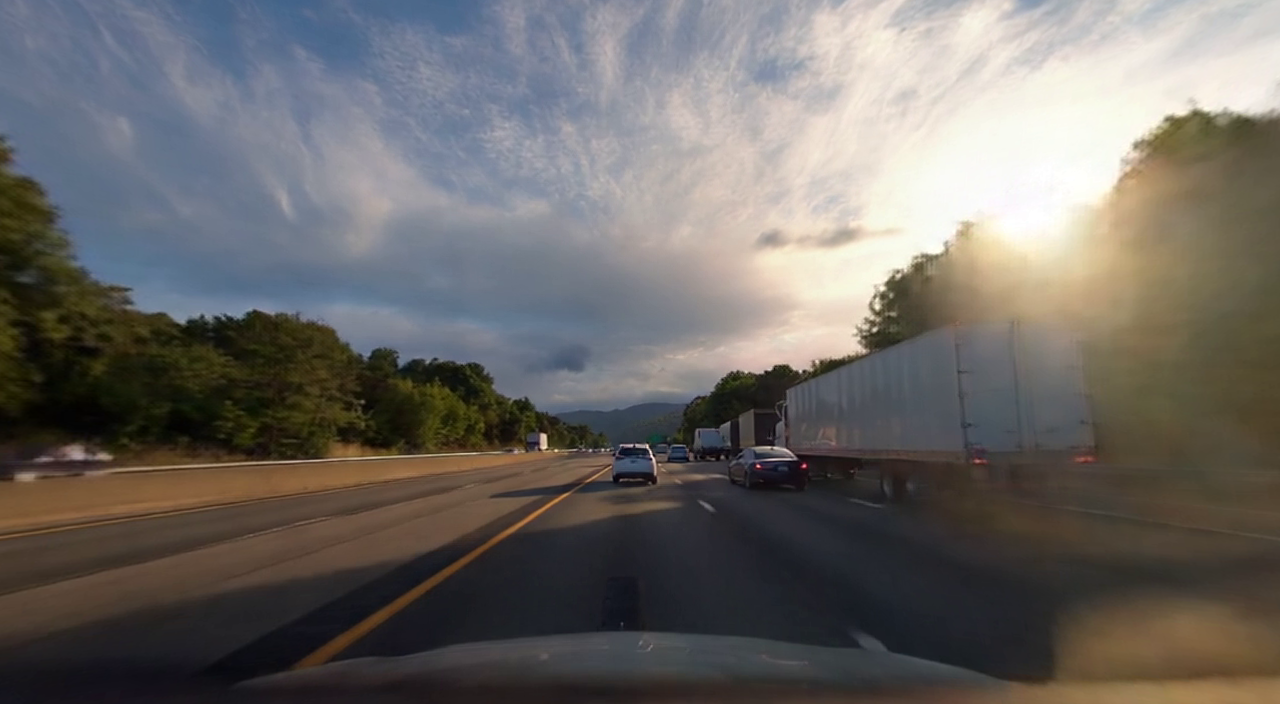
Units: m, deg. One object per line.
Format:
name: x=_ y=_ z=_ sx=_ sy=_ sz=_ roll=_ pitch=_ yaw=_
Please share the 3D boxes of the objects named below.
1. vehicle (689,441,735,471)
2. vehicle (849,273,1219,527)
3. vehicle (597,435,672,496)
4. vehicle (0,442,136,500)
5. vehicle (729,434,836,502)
vehicle: x=4.185 y=6.086 z=37.148 sx=2.150 sy=1.632 sz=4.260 roll=0 pitch=-9 yaw=-1
vehicle: x=7.615 y=1.366 z=14.324 sx=2.823 sy=4.063 sz=8.485 roll=0 pitch=-9 yaw=0
vehicle: x=-0.136 y=3.349 z=18.842 sx=2.023 sy=1.618 sz=3.628 roll=0 pitch=-9 yaw=0
vehicle: x=-19.564 y=3.829 z=20.649 sx=2.139 sy=1.674 sz=4.733 roll=0 pitch=-9 yaw=1
vehicle: x=3.686 y=3.078 z=17.021 sx=1.920 sy=1.594 sz=3.867 roll=0 pitch=-9 yaw=-1
